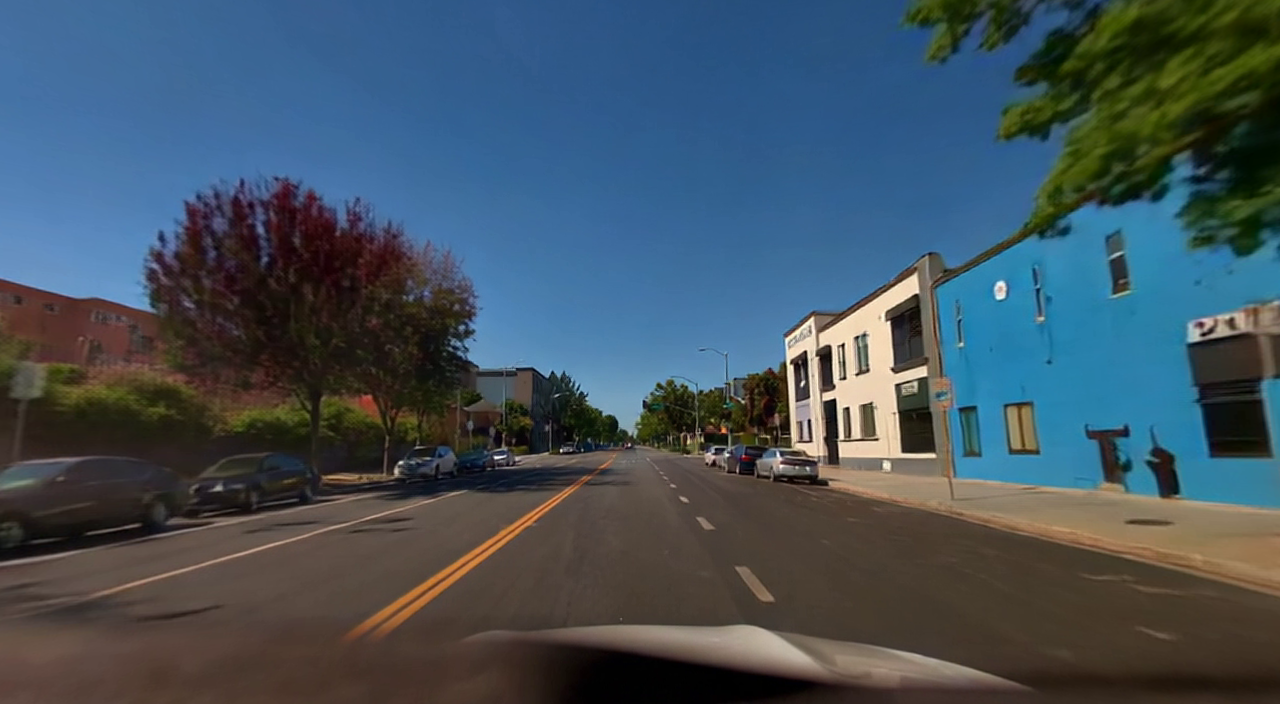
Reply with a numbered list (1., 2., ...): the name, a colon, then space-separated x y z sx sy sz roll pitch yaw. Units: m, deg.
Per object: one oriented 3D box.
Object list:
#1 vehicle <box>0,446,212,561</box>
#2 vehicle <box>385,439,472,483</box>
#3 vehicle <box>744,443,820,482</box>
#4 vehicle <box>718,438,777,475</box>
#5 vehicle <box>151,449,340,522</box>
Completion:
1. vehicle: -10.048 2.400 10.614 1.995 1.564 5.321 0 -8 0
2. vehicle: -9.978 5.140 30.359 2.228 1.863 5.407 0 -8 1
3. vehicle: 6.053 4.741 27.565 2.038 1.482 4.994 0 -8 -2
4. vehicle: 5.643 5.533 33.945 2.227 1.811 5.172 0 -8 -1
5. vehicle: -9.638 3.249 16.020 2.021 1.482 4.601 0 -8 -3
